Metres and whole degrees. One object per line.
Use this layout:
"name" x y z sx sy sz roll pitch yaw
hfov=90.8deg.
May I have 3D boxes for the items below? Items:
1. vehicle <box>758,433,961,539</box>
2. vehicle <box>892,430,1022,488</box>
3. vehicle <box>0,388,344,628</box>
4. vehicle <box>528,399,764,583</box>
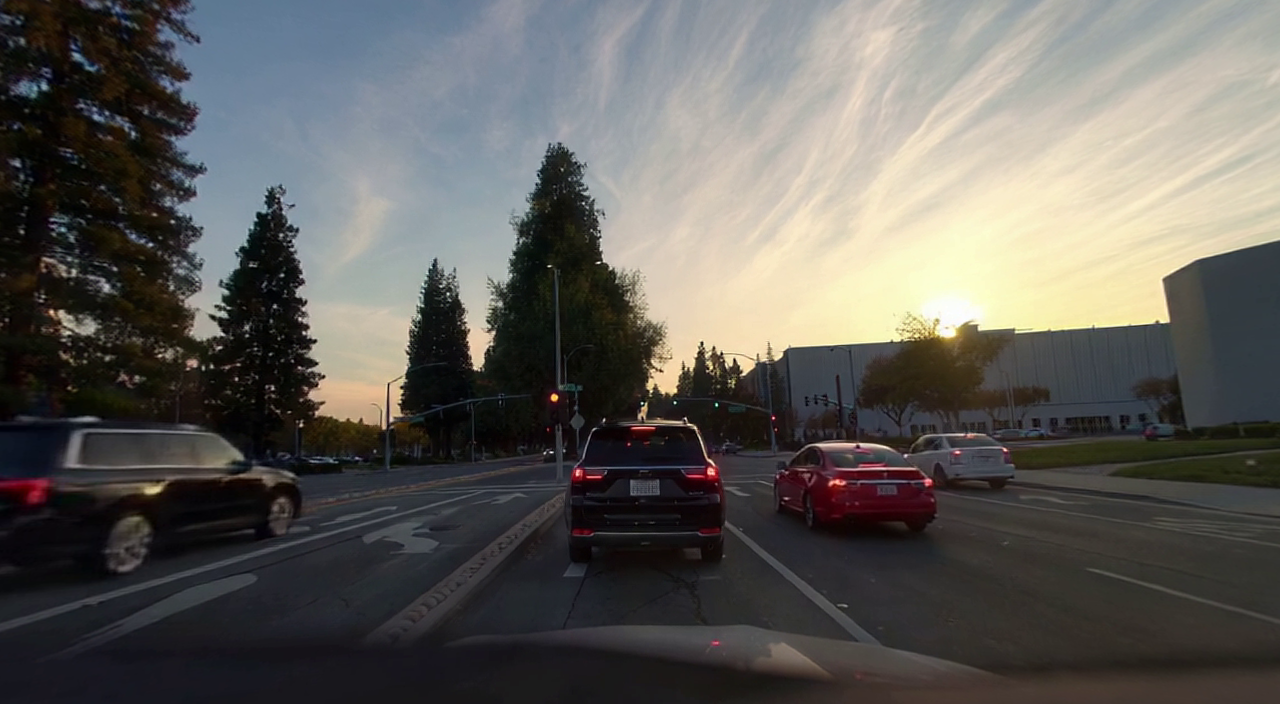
"vehicle" 3.516 2.233 11.169 1.997 1.471 4.321 0 -9 -1
"vehicle" 10.866 3.699 22.133 2.123 1.812 4.553 0 -9 -1
"vehicle" -5.991 1.572 7.436 2.555 1.819 5.145 0 -9 -1
"vehicle" 0.059 1.654 8.245 2.266 1.762 4.131 0 -9 0
